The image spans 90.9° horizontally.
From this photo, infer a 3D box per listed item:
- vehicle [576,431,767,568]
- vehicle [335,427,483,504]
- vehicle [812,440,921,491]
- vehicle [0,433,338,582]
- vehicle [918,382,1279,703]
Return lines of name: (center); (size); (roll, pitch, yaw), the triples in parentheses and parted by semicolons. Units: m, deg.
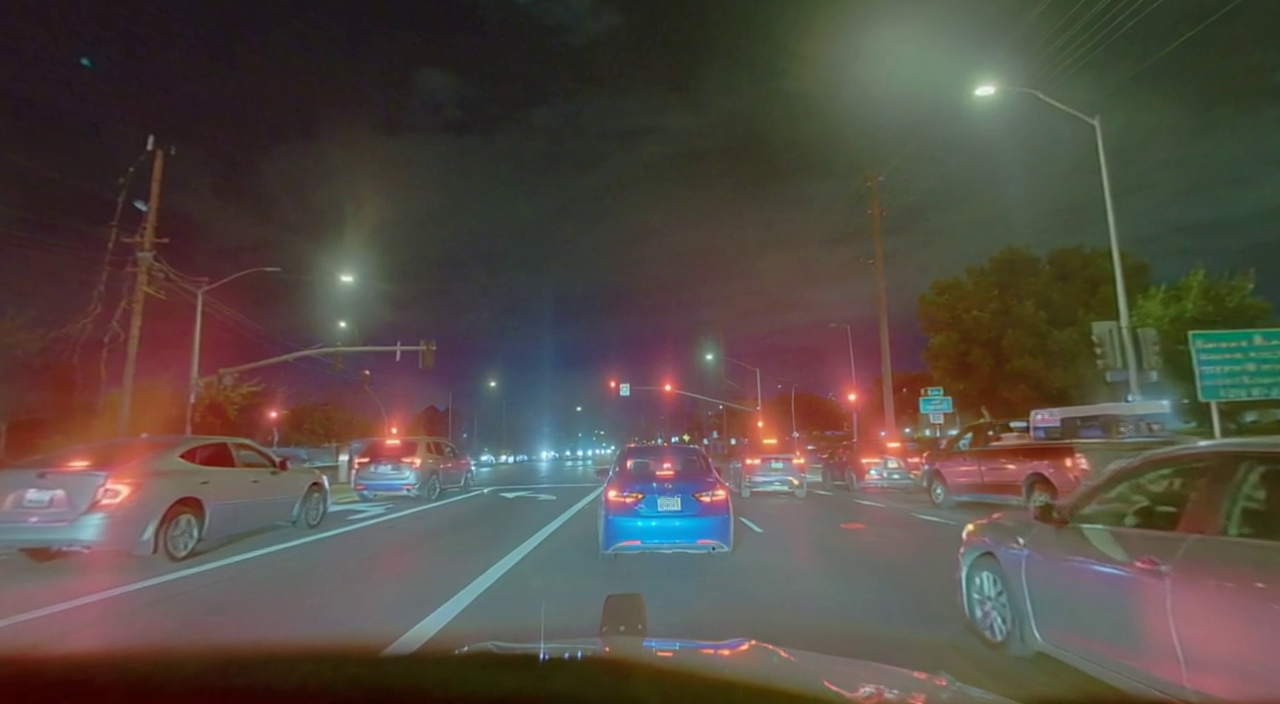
vehicle: (0.328, 1.928, 9.050); (2.109, 1.483, 3.964); (0, -8, -1)
vehicle: (-6.238, 3.108, 17.857); (2.070, 1.824, 5.196); (-1, -8, 2)
vehicle: (7.277, 3.670, 20.811); (1.867, 1.459, 4.436); (0, -8, -1)
vehicle: (-6.406, 1.934, 8.840); (1.955, 1.497, 4.639); (-1, -8, 1)
vehicle: (3.114, 0.961, 2.815); (1.870, 1.523, 4.096); (0, -8, 0)
